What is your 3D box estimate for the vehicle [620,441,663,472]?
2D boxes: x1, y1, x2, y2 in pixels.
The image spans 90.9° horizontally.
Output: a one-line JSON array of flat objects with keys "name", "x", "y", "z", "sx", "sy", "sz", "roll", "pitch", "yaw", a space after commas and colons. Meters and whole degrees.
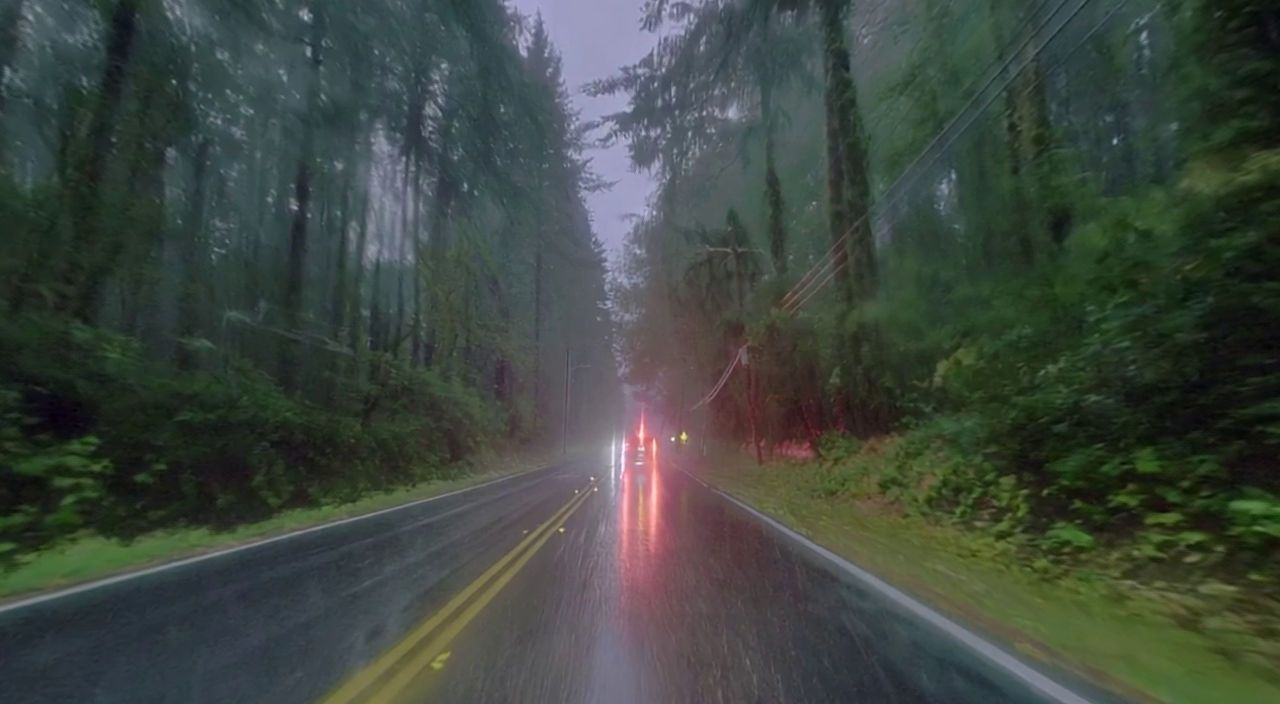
[{"name": "vehicle", "x": 0.008, "y": 5.456, "z": 33.104, "sx": 2.081, "sy": 1.503, "sz": 3.726, "roll": 0, "pitch": -8, "yaw": -2}]
